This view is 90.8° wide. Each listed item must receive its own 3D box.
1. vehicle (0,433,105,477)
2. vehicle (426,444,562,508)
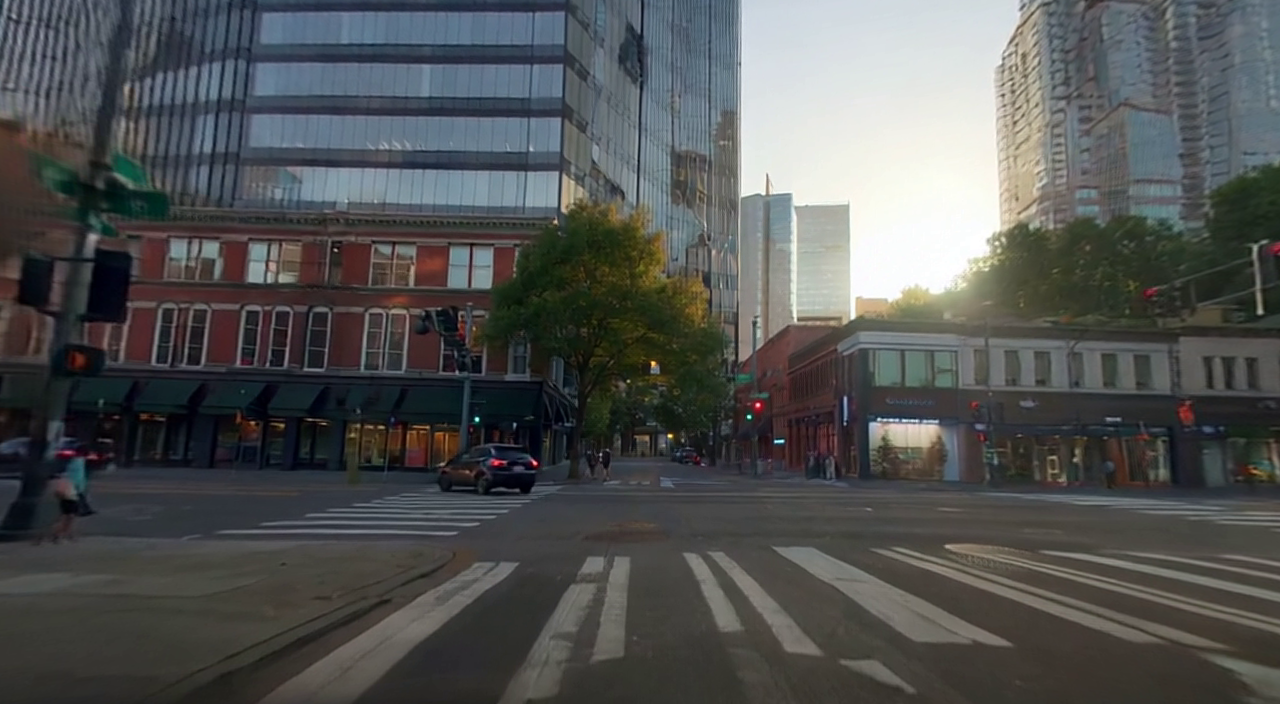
[{"bbox_3d":[-22.246,3.646,22.438,4.627,1.468,1.871,0,-8,-2],"label":"vehicle"},{"bbox_3d":[-4.122,3.273,17.304,2.106,1.482,4.459,5,-10,-34],"label":"vehicle"}]
